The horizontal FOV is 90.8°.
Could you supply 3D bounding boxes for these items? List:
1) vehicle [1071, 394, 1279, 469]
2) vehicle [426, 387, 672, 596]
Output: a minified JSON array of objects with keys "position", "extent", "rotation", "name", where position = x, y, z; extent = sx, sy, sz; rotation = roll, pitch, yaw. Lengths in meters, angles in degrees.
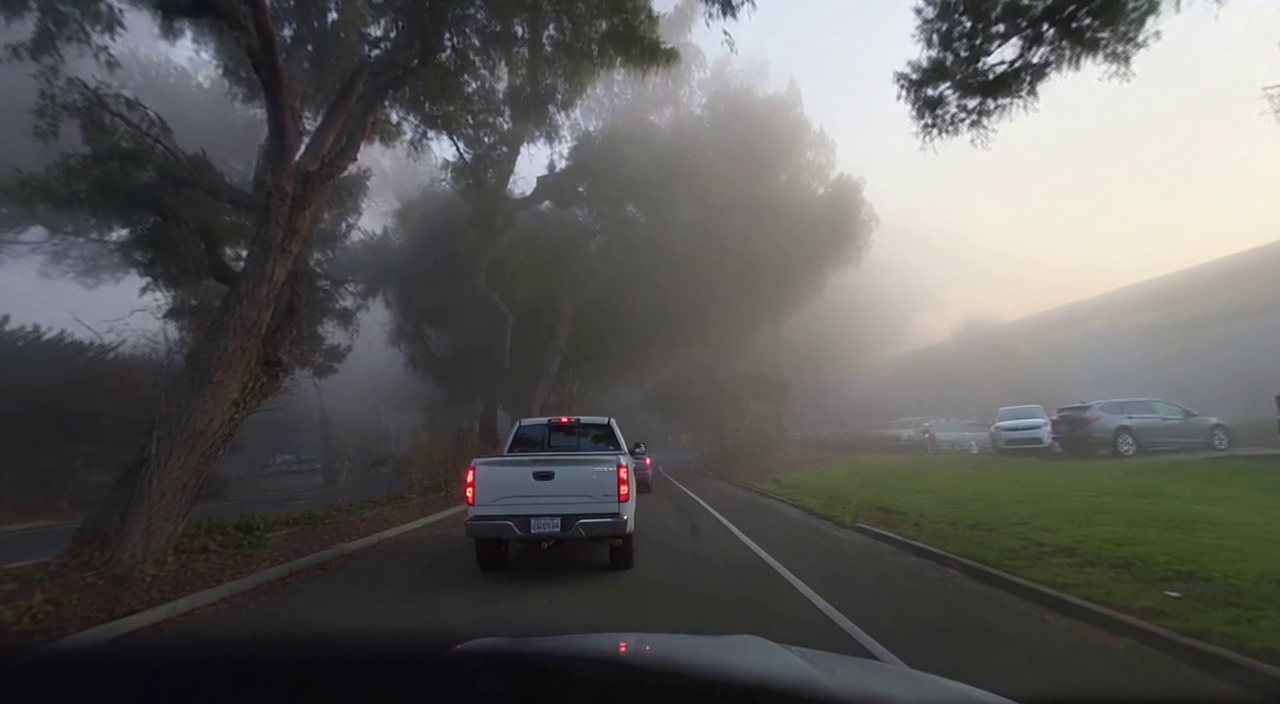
[{"position":[11.837,1.658,13.110],"extent":[4.298,1.392,1.944],"rotation":[-1,-8,2],"name":"vehicle"},{"position":[-0.730,1.594,8.143],"extent":[2.157,1.816,5.039],"rotation":[0,-8,2],"name":"vehicle"}]
